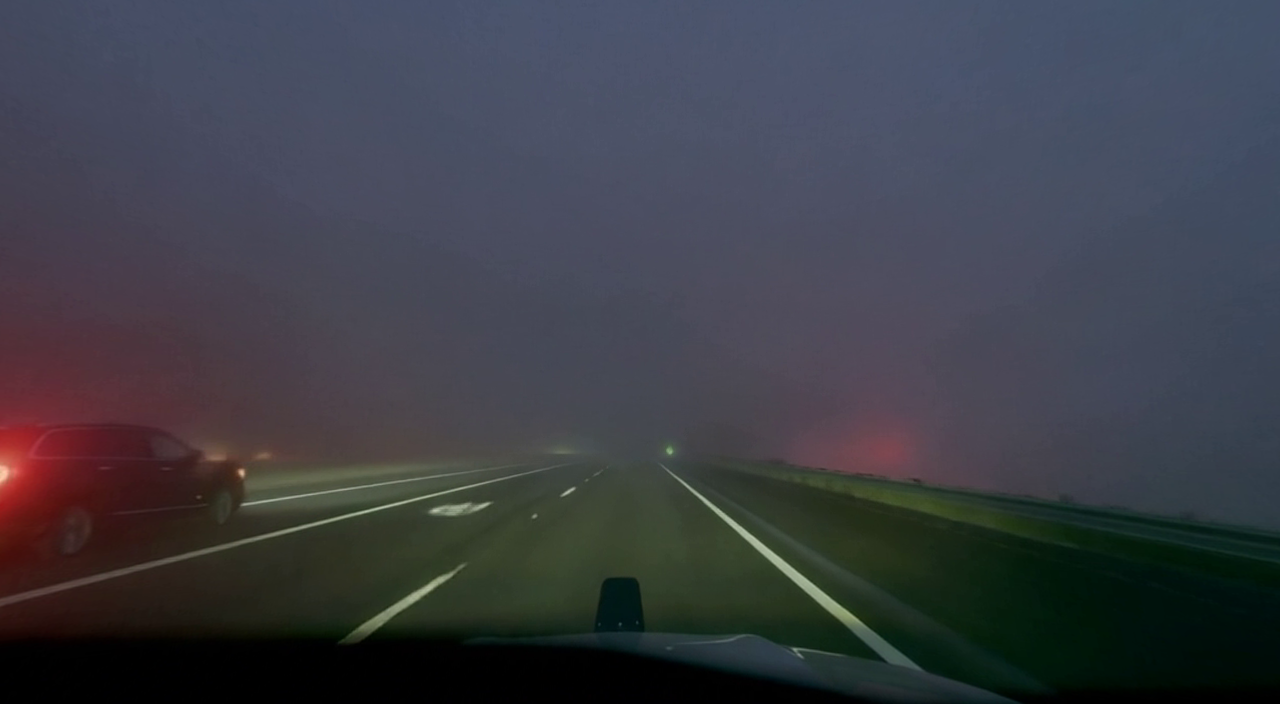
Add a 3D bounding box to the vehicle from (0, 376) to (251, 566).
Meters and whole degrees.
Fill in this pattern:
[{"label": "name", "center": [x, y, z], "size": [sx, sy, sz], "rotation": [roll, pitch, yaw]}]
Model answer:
[{"label": "vehicle", "center": [-7.697, 1.465, 8.087], "size": [2.163, 1.947, 4.959], "rotation": [0, -9, 0]}]
